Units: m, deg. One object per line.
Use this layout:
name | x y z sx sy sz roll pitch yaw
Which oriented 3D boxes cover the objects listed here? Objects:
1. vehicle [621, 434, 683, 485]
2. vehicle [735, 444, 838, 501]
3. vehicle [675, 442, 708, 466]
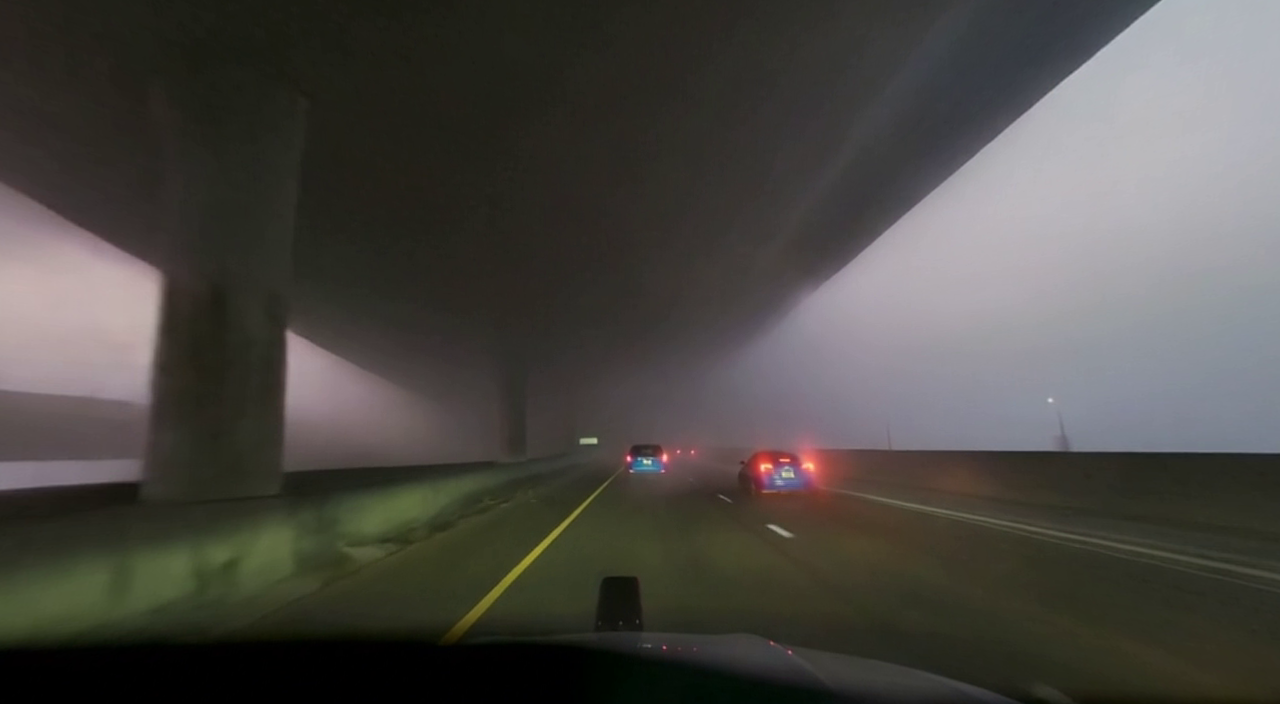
vehicle | 0.425 4.278 25.301 2.264 1.841 4.583 0 -9 0
vehicle | 4.284 3.566 19.077 2.047 1.500 4.017 1 -9 -2
vehicle | 3.800 7.608 46.954 2.047 1.700 4.069 0 -9 -1
